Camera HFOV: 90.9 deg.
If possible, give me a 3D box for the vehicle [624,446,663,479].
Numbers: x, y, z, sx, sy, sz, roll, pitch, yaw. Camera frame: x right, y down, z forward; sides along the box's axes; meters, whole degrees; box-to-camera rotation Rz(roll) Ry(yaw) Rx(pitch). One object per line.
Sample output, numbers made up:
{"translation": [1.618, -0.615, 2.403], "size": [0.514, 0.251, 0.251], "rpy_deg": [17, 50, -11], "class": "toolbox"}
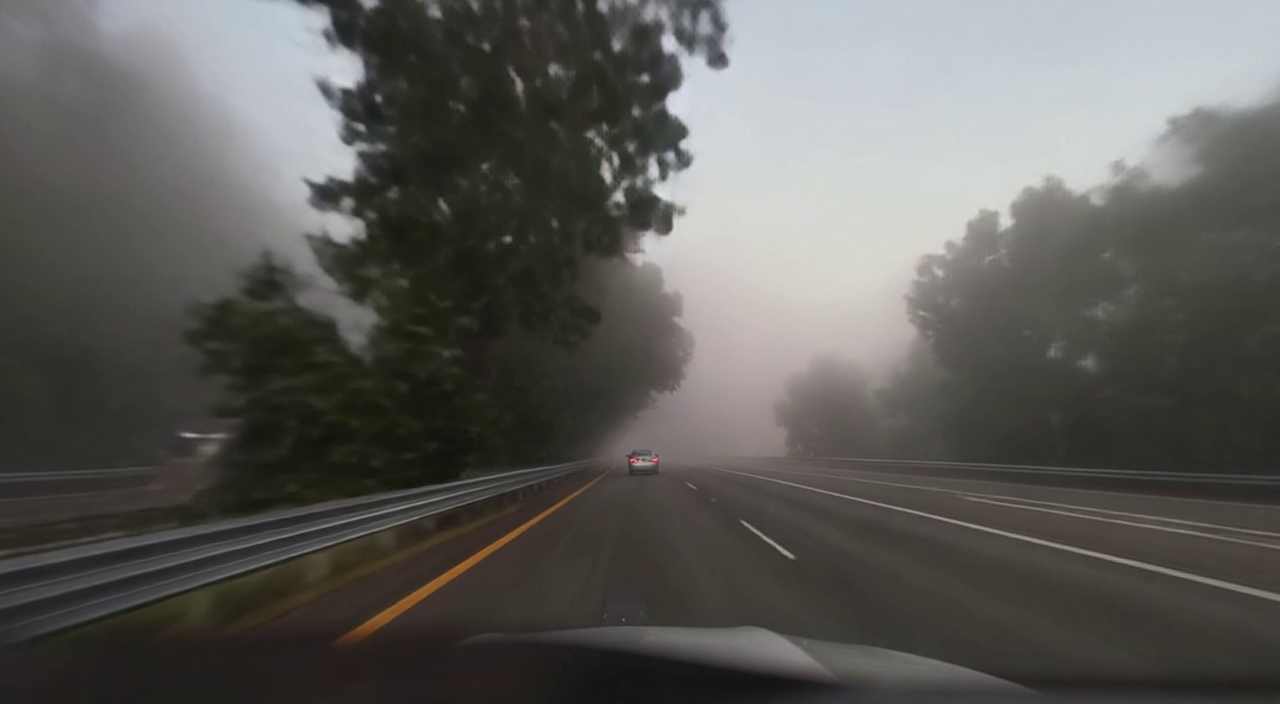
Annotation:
{"translation": [0.141, 5.932, 34.111], "size": [1.987, 1.658, 3.620], "rpy_deg": [0, -9, -1], "class": "vehicle"}
